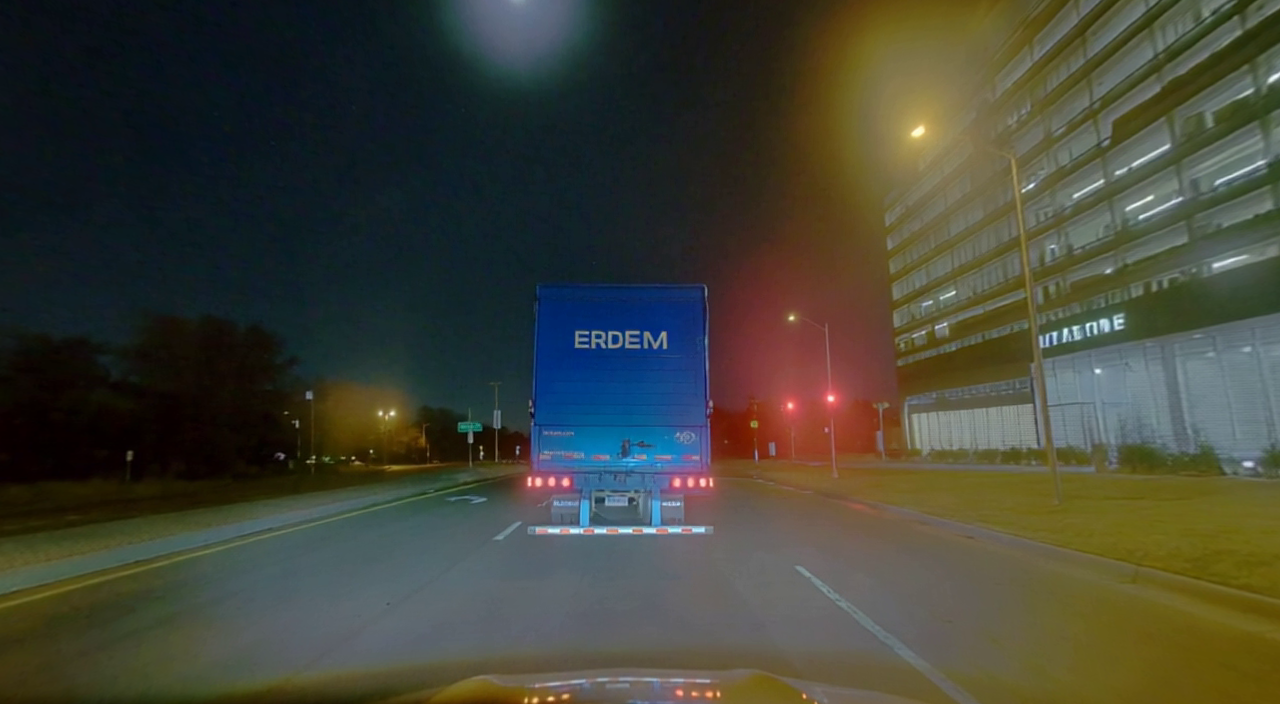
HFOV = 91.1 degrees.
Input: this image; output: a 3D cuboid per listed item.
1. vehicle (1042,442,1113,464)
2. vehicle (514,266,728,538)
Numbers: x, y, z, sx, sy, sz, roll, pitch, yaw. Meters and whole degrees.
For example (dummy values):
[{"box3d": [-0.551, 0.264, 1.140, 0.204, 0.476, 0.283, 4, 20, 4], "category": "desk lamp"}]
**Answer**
[{"box3d": [31.381, 7.214, 45.157, 1.652, 1.423, 3.797, 5, -9, -35], "category": "vehicle"}, {"box3d": [-0.190, 1.266, 13.329, 2.876, 3.724, 9.351, 0, -8, 1], "category": "vehicle"}]
